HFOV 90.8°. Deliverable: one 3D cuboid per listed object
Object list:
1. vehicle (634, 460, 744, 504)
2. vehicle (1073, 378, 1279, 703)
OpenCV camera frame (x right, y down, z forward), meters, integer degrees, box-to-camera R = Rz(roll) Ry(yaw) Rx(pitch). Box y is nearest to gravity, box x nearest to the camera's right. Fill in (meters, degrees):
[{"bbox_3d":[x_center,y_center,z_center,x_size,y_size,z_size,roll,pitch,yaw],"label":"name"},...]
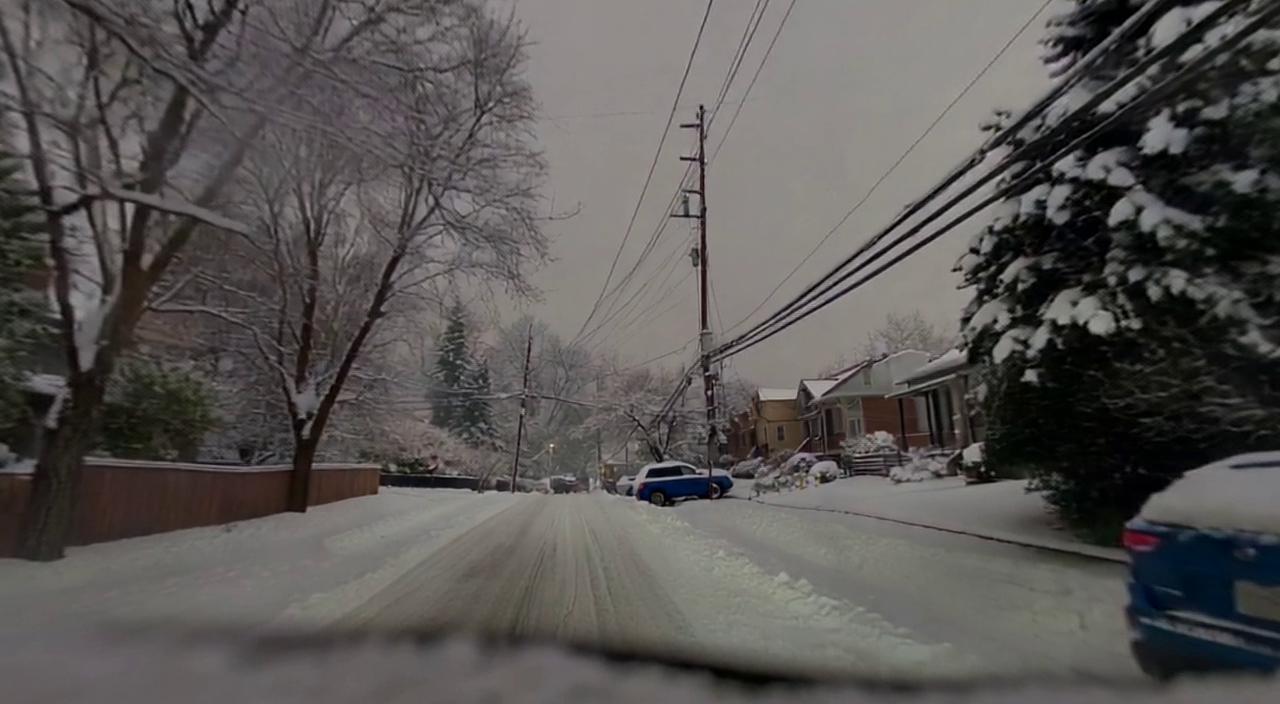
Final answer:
[{"bbox_3d":[2.068,5.596,27.378,4.413,1.728,1.869,1,-9,-10],"label":"vehicle"},{"bbox_3d":[4.959,1.269,2.913,4.501,1.678,2.078,8,-9,-1],"label":"vehicle"}]
